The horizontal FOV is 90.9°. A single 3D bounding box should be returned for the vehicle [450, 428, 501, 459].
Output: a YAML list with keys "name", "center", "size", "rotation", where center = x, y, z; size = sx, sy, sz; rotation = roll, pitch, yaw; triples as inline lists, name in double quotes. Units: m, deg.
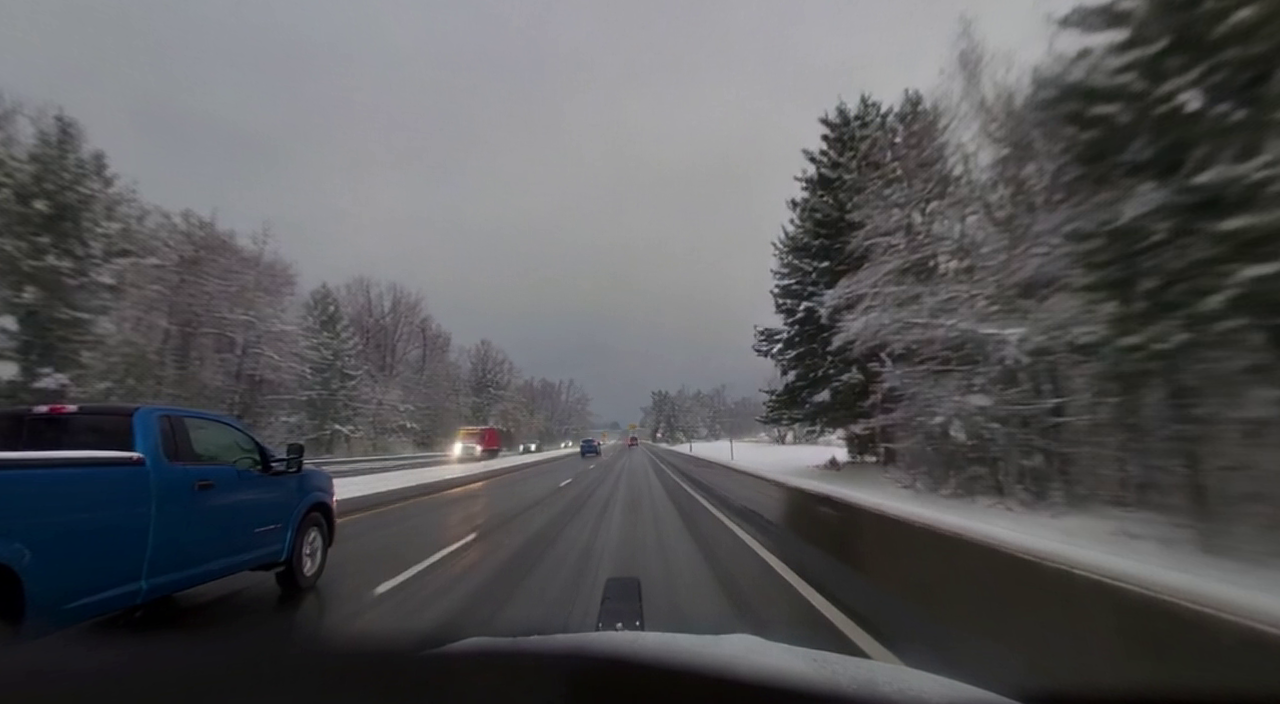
- name: "vehicle"
  center: [-12.174, 6.855, 47.053]
  size: [2.283, 2.179, 5.710]
  rotation: [0, -8, 0]
